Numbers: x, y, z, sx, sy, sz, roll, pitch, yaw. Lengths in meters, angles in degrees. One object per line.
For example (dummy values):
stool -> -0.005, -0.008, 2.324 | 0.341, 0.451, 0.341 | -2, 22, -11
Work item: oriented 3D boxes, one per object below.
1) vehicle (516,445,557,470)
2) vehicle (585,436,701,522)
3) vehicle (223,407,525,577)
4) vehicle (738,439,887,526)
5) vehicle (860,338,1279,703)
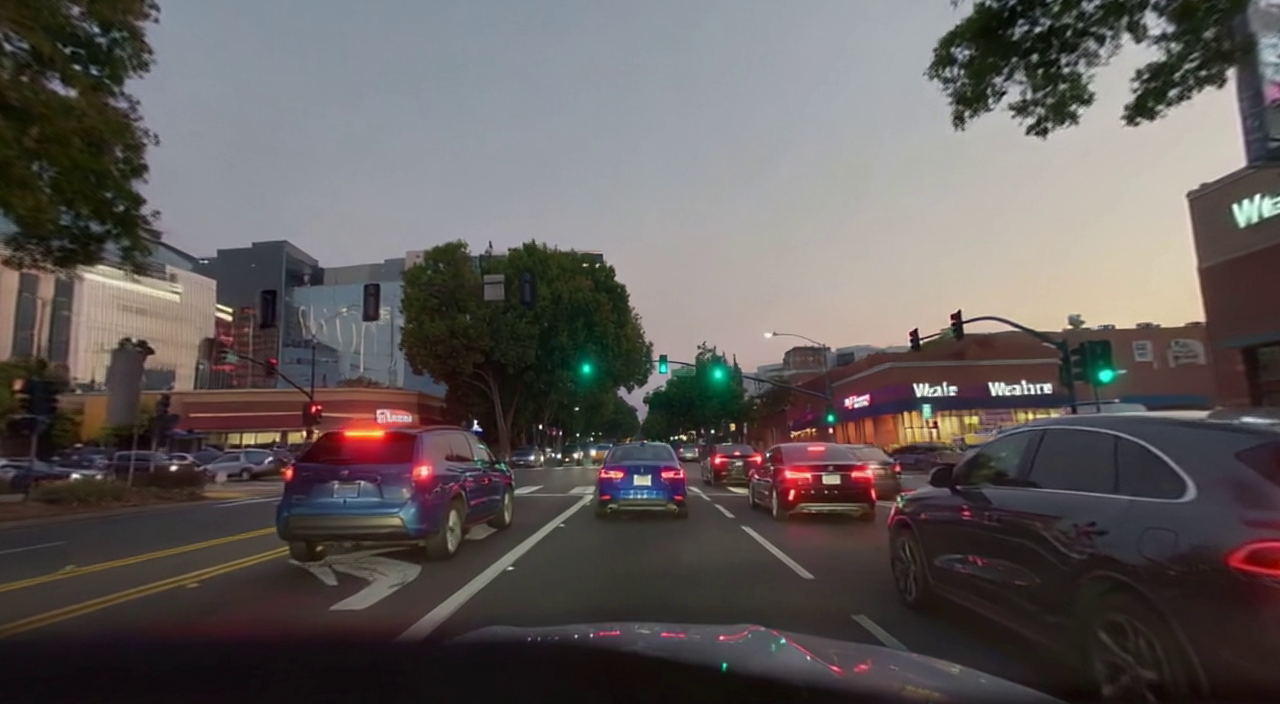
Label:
vehicle -> -7.864, 8.060, 48.421 | 2.293, 1.777, 4.497 | 0, -9, 0
vehicle -> 0.039, 2.646, 13.656 | 2.154, 1.577, 3.723 | 0, -9, 0
vehicle -> -3.336, 1.883, 9.318 | 2.257, 1.823, 4.777 | -1, -9, 1
vehicle -> 3.356, 2.609, 13.203 | 1.865, 1.496, 4.170 | 0, -9, -1
vehicle -> 3.127, 1.049, 3.762 | 2.075, 1.661, 4.401 | 0, -9, 1
